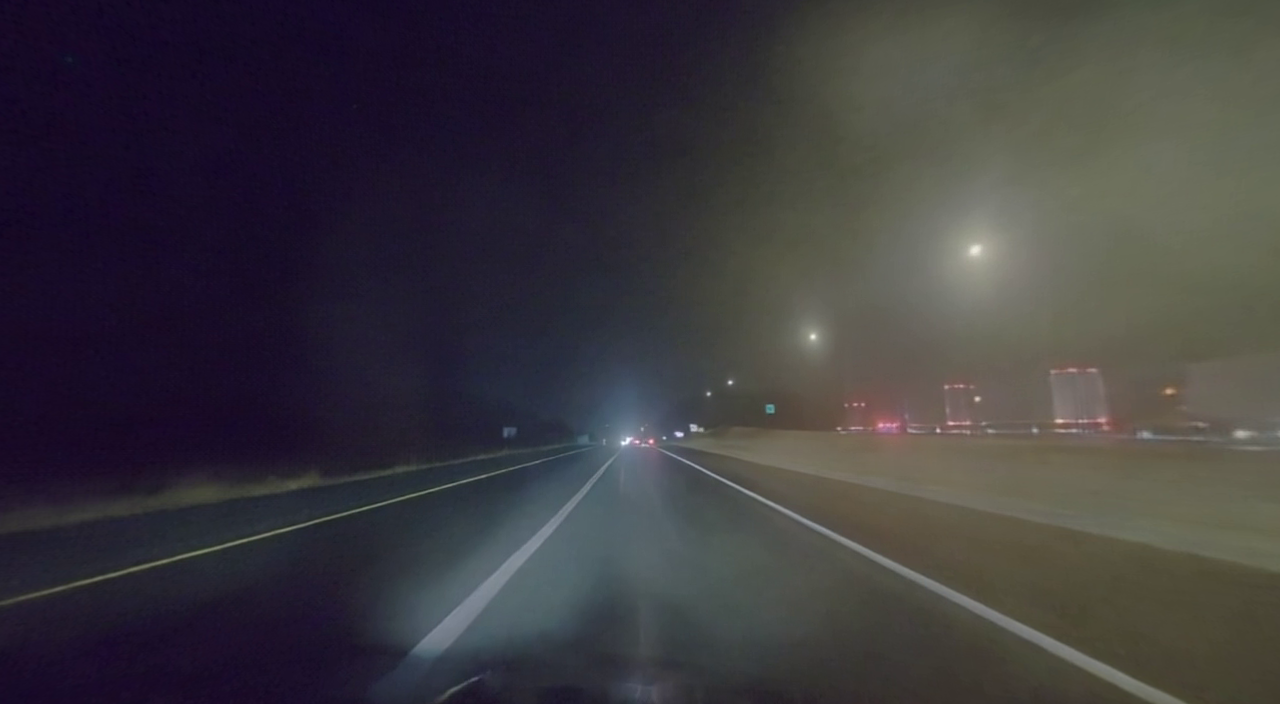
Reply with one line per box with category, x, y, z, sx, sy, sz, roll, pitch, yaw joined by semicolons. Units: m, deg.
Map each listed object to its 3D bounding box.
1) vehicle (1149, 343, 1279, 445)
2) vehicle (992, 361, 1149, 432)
vehicle;28.290;2.163;29.006;3.106;4.073;10.350;-1;-8;13
vehicle;31.259;3.704;47.101;2.932;4.074;14.330;-5;-9;6
